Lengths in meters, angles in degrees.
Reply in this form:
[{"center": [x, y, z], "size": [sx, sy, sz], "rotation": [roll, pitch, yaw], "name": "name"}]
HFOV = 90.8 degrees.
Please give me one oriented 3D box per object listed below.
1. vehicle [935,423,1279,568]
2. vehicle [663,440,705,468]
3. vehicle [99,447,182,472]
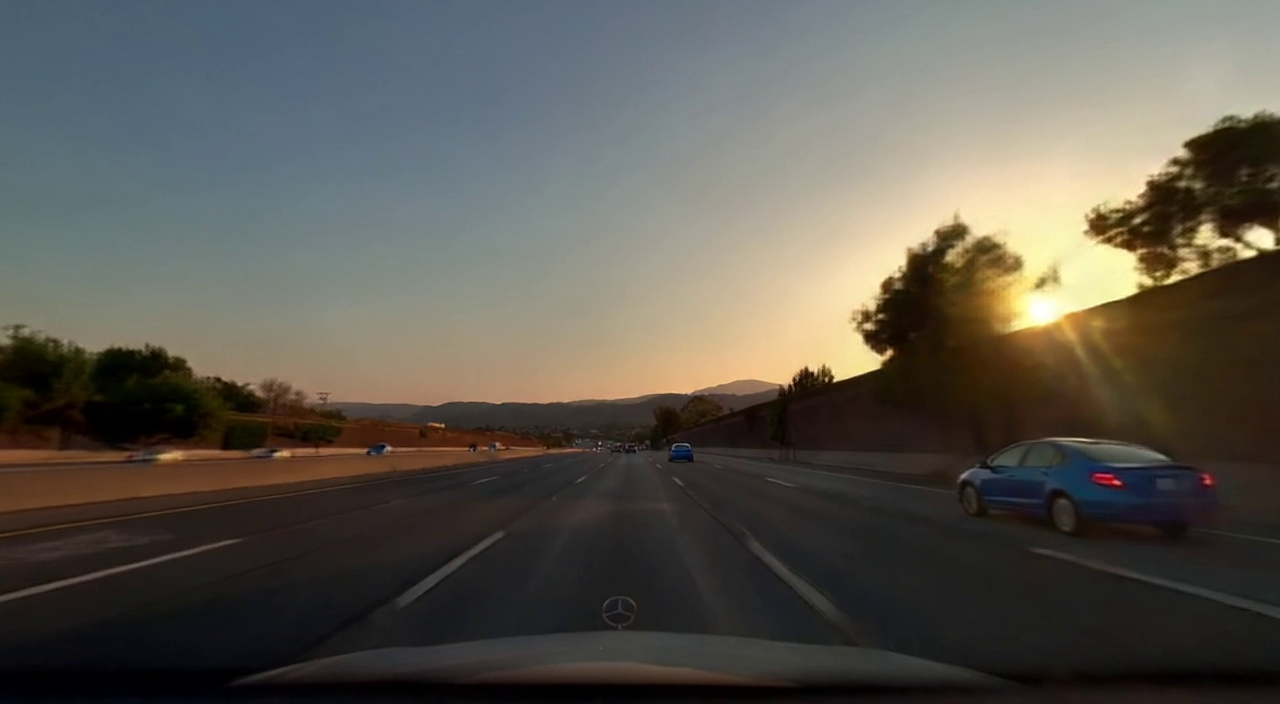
[{"center": [6.720, 1.900, 9.313], "size": [2.227, 1.522, 5.041], "rotation": [0, -8, -1], "name": "vehicle"}, {"center": [2.639, 6.254, 38.963], "size": [2.270, 1.615, 3.770], "rotation": [0, -8, -1], "name": "vehicle"}, {"center": [-36.464, 7.832, 46.304], "size": [2.247, 1.650, 4.739], "rotation": [0, -8, 0], "name": "vehicle"}]
